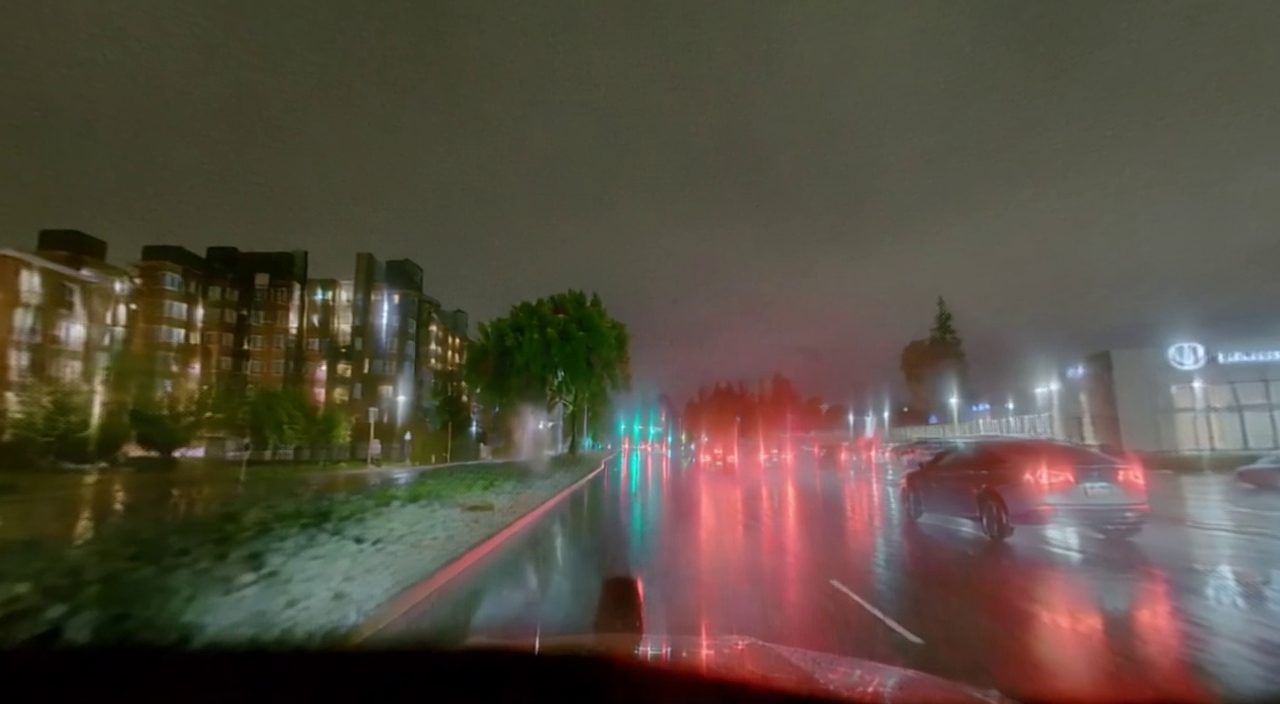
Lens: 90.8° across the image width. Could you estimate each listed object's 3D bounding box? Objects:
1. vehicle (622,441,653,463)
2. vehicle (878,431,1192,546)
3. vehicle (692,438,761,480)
[{"bbox_3d":[-0.244,7.059,44.583,2.095,1.456,3.873,0,-8,-1],"label":"vehicle"},{"bbox_3d":[6.233,2.181,10.879,2.098,1.507,4.655,1,-9,-5],"label":"vehicle"},{"bbox_3d":[3.320,4.240,25.266,1.953,1.514,4.672,0,-8,-2],"label":"vehicle"}]
